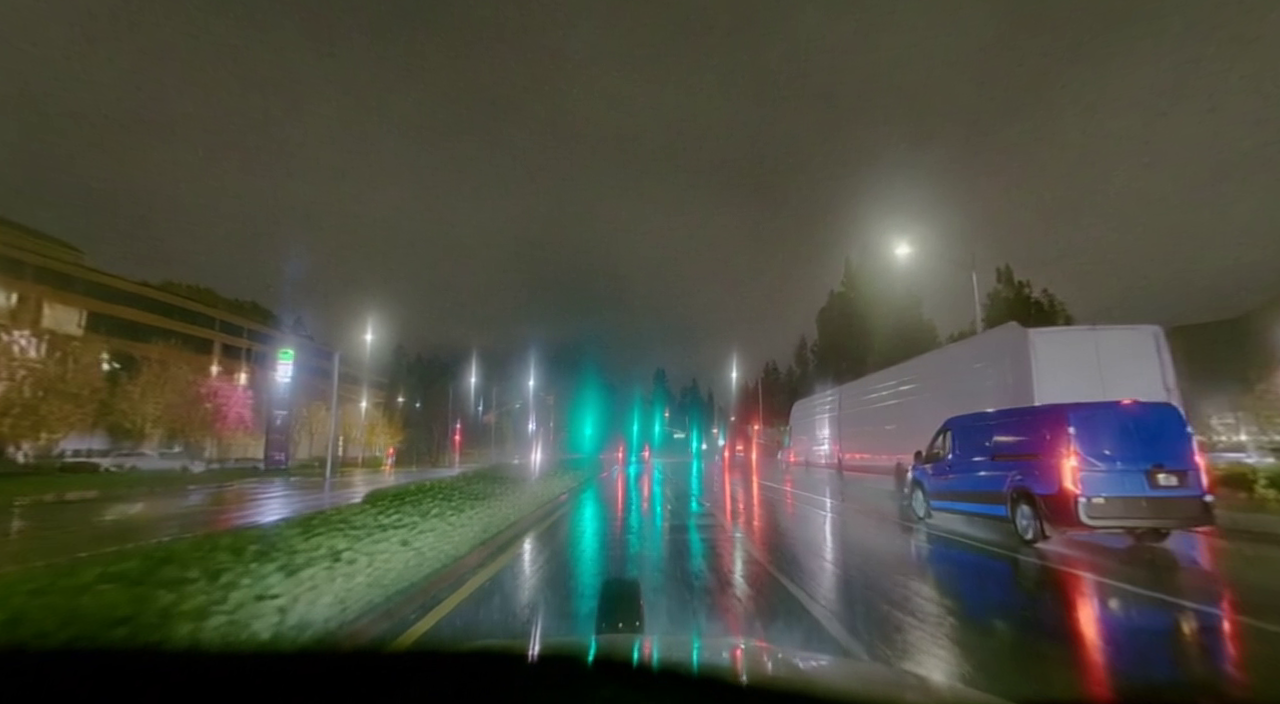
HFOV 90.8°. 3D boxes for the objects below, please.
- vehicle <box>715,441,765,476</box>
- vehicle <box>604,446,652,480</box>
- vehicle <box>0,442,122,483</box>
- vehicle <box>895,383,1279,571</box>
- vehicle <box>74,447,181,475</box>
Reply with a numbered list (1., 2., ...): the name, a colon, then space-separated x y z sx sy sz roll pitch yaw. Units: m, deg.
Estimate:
1. vehicle: 5.327 5.715 34.149 2.047 1.711 4.265 0 -8 1
2. vehicle: -0.544 5.159 29.625 2.095 1.456 3.873 0 -8 -1
3. vehicle: -29.519 5.418 31.177 5.525 1.860 2.611 1 -8 -1
4. vehicle: 6.597 1.827 10.076 2.573 2.127 5.568 0 -8 -1
5. vehicle: -29.852 6.343 36.895 4.453 1.497 1.998 0 -8 0
